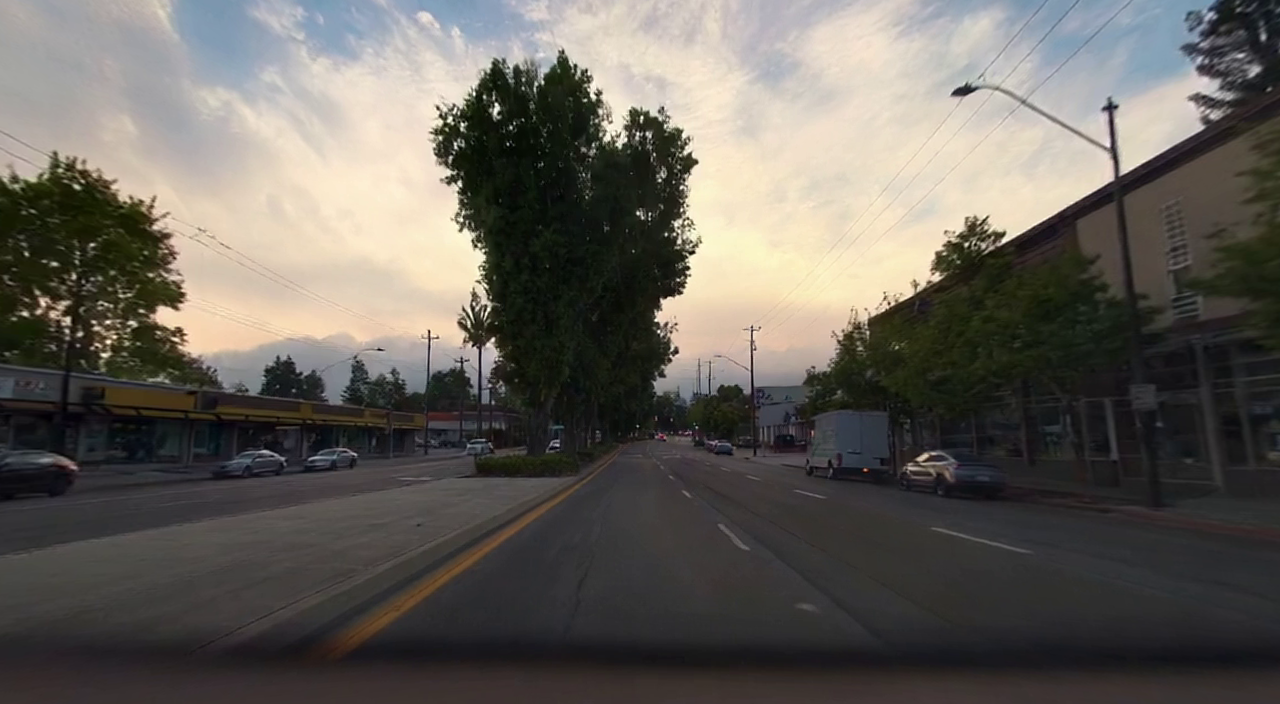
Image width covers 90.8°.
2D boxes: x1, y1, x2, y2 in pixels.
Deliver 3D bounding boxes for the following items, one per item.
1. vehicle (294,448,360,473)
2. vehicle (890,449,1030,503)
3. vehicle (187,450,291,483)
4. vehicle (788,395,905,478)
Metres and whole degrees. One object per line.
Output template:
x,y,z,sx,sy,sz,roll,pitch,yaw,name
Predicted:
-19.656,6.819,39.862,1.813,1.465,4.454,0,-9,1,vehicle
9.666,3.751,19.634,1.827,1.414,4.879,0,-9,0,vehicle
-19.593,5.580,31.149,1.975,1.484,4.820,0,-9,0,vehicle
9.526,4.153,30.367,2.684,3.381,8.336,0,-9,-1,vehicle
